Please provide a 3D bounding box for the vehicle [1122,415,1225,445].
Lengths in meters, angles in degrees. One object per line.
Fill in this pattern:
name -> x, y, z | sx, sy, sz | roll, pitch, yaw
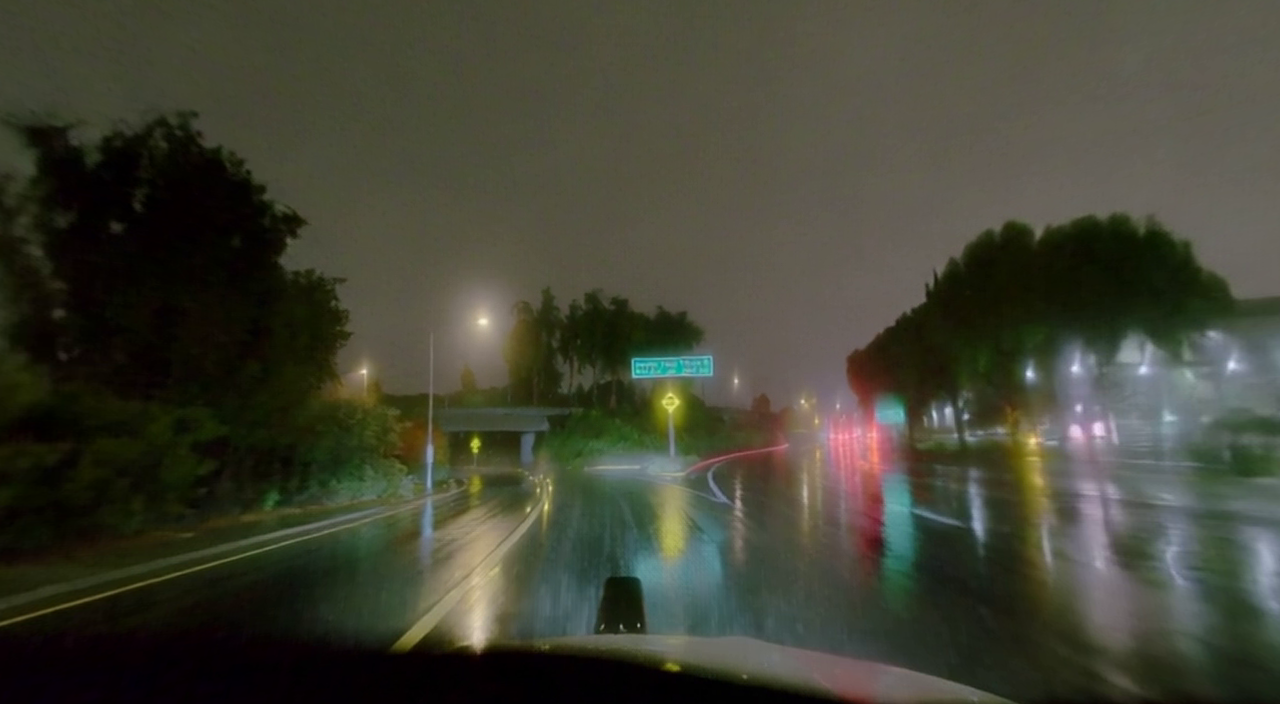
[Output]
vehicle -> 30.661, 4.550, 36.507 | 1.744, 1.459, 4.524 | 8, -9, -9
